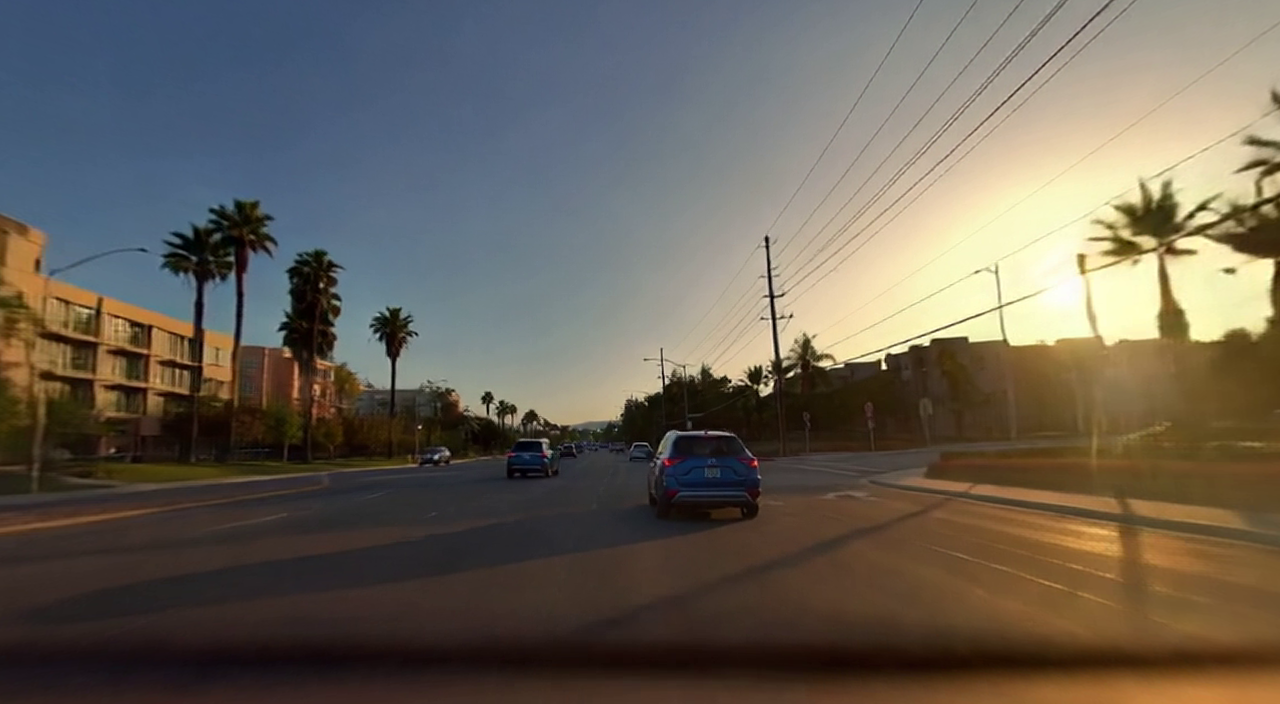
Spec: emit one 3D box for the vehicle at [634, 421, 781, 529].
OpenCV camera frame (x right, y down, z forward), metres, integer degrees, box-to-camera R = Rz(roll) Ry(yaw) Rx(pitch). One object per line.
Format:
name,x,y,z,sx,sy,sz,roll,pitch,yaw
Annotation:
vehicle,1.076,2.312,12.346,2.198,1.706,4.166,0,-9,-3

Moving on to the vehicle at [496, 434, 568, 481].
vehicle,-4.472,4.463,26.839,2.169,1.796,4.821,0,-9,1
